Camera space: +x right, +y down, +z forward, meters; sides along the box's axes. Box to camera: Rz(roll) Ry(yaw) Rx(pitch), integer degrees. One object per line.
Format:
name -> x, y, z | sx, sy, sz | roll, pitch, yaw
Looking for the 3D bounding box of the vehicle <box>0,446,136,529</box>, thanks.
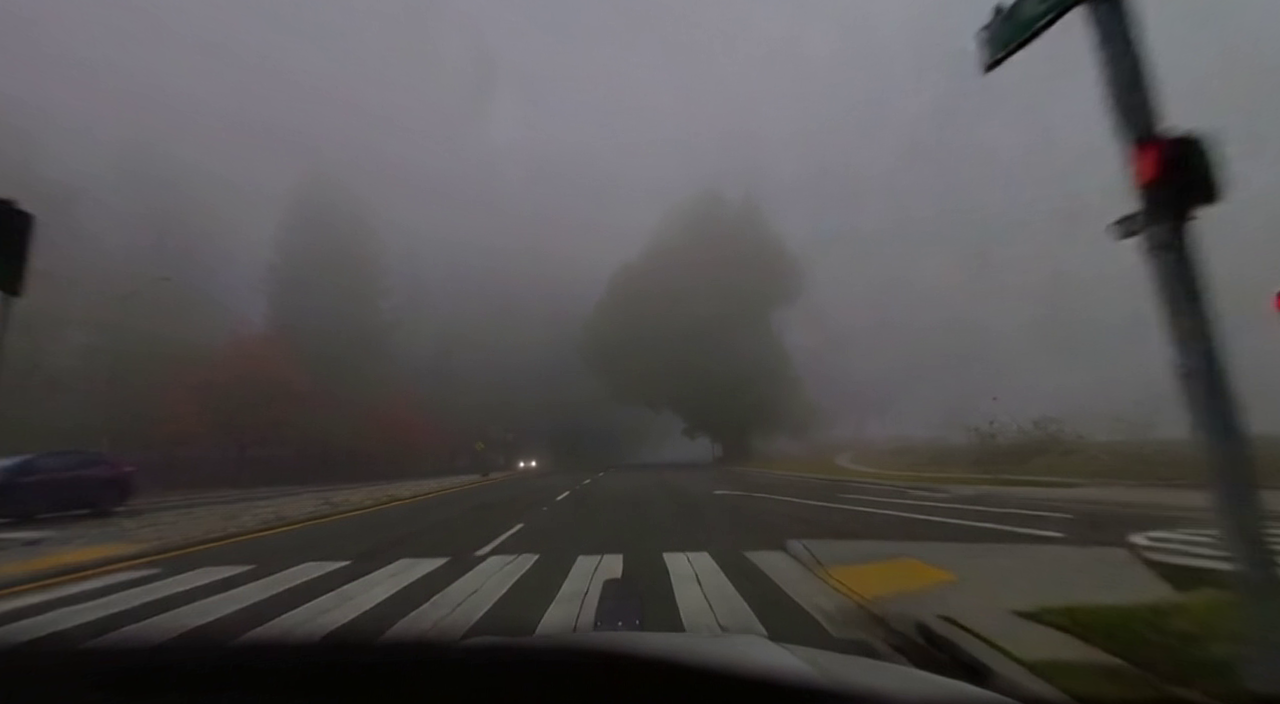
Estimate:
vehicle -> -14.905, 3.083, 14.648 | 2.106, 1.782, 4.974 | -1, -8, 4
